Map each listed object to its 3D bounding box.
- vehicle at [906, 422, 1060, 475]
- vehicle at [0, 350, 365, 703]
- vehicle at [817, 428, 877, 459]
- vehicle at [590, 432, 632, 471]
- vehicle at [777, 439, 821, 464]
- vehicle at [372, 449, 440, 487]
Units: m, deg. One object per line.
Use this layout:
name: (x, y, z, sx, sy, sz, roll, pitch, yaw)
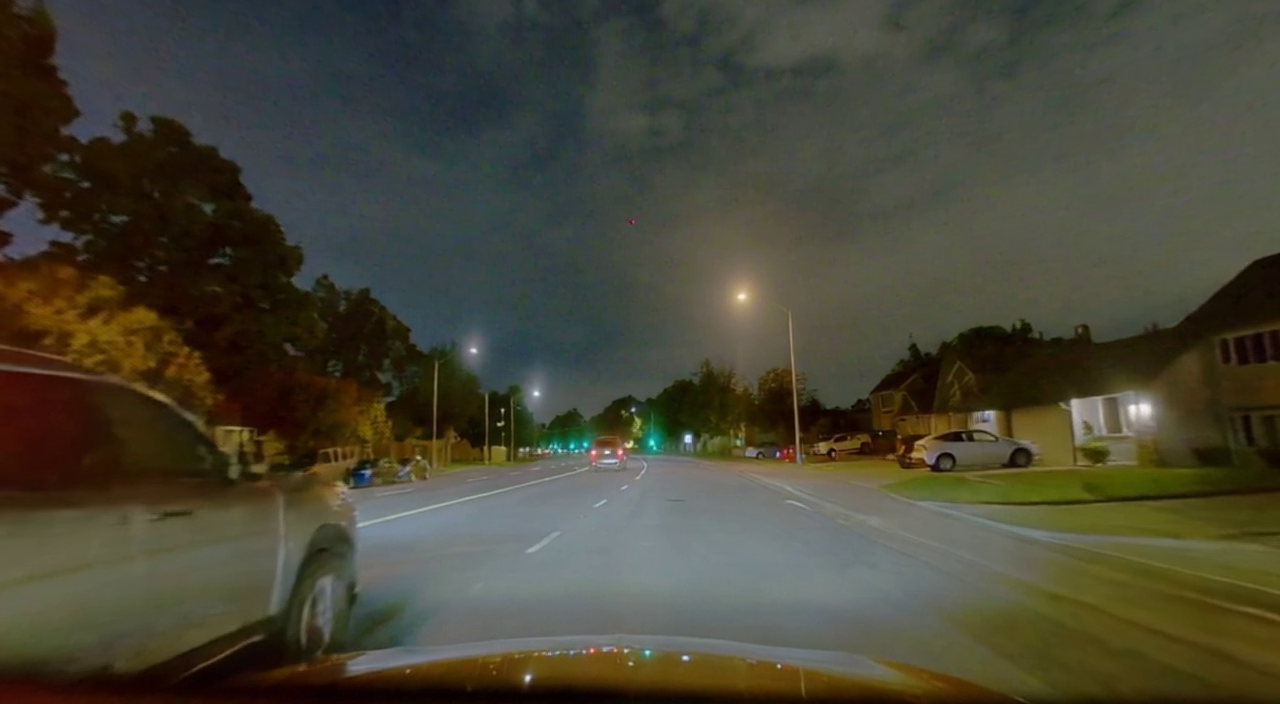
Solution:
vehicle: (11.917, 3.375, 22.201, 4.249, 1.550, 1.843, -3, -8, 3)
vehicle: (-2.929, 0.768, 1.607, 2.205, 1.590, 4.852, 0, -9, 1)
vehicle: (12.970, 5.785, 39.898, 2.138, 1.850, 4.930, 0, -9, 0)
vehicle: (-1.622, 5.832, 37.167, 2.085, 2.084, 5.133, 0, -9, 2)
vehicle: (10.079, 6.345, 40.410, 1.897, 1.524, 4.604, -1, -8, 4)
vehicle: (-12.321, 6.083, 33.551, 2.002, 1.598, 4.366, -5, -8, -1)
